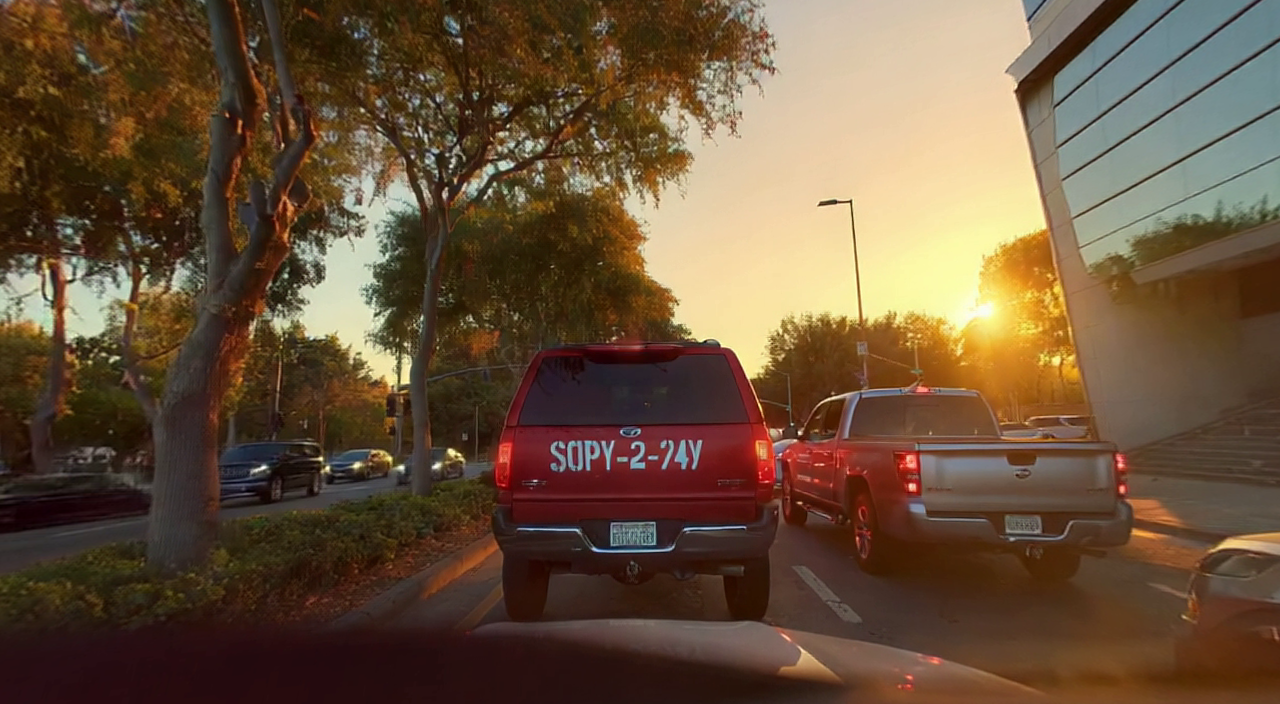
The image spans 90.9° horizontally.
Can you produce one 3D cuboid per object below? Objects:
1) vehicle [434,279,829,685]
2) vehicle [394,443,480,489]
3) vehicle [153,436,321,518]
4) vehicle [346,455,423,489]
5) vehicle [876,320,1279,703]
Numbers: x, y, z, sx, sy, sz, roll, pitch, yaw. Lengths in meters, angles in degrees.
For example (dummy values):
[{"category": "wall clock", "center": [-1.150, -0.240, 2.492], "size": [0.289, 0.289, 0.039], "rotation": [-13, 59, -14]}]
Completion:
[{"category": "vehicle", "center": [0.011, 1.043, 5.948], "size": [2.267, 2.372, 4.366], "rotation": [0, -8, 2]}, {"category": "vehicle", "center": [-9.033, 5.078, 28.622], "size": [2.128, 1.868, 4.863], "rotation": [0, -8, 2]}, {"category": "vehicle", "center": [-15.998, 4.932, 25.714], "size": [2.741, 2.730, 6.221], "rotation": [-3, -8, 0]}, {"category": "vehicle", "center": [-15.492, 7.277, 38.702], "size": [2.214, 1.815, 5.613], "rotation": [0, -8, 2]}, {"category": "vehicle", "center": [3.074, 0.987, 3.465], "size": [2.022, 1.700, 4.410], "rotation": [0, -8, 3]}]
